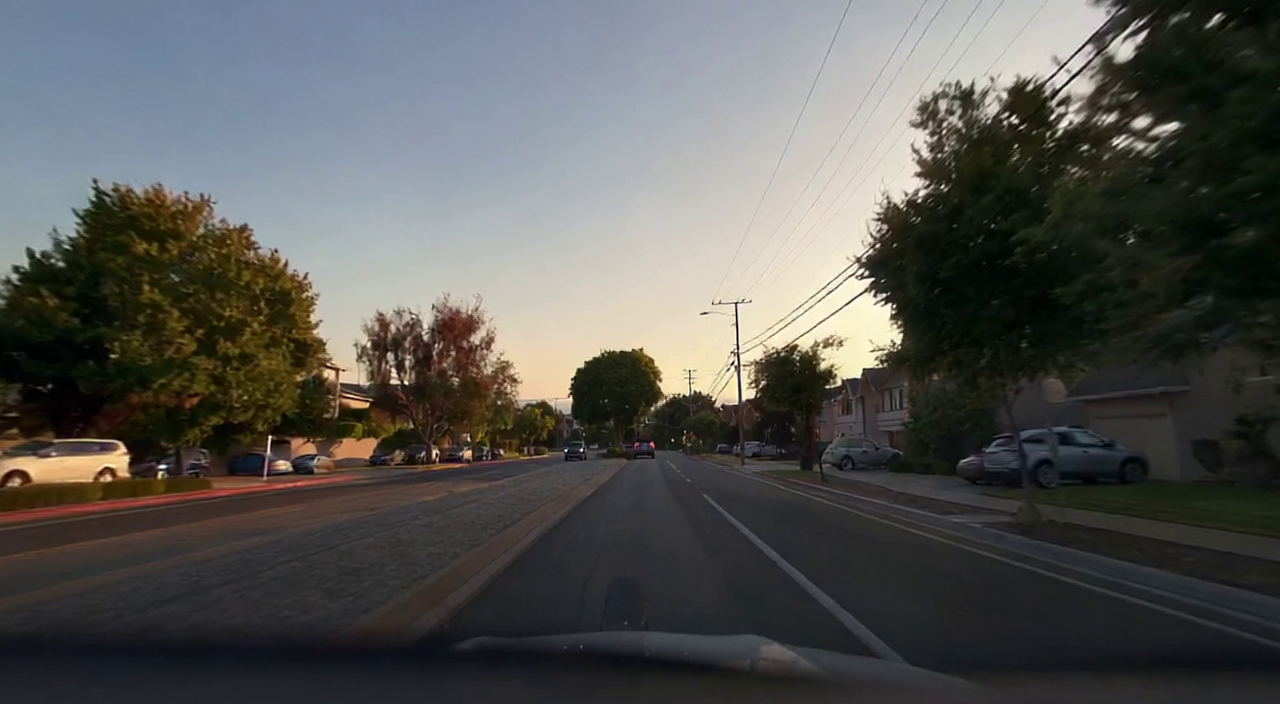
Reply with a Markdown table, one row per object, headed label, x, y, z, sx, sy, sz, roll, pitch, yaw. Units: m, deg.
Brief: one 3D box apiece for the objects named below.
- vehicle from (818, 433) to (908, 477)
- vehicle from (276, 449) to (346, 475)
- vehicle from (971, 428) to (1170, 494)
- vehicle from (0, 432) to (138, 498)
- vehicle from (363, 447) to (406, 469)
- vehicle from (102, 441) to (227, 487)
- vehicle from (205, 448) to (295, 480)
| label | x | y | z | sx | sy | sz | roll | pitch | yaw |
| --- | --- | --- | --- | --- | --- | --- | --- | --- | --- |
| vehicle | 11.441 | 5.326 | 32.885 | 2.392 | 2.063 | 5.213 | 1 | -9 | -5 |
| vehicle | -20.370 | 6.805 | 39.280 | 1.812 | 1.501 | 4.632 | 0 | -9 | 1 |
| vehicle | 13.421 | 3.406 | 19.933 | 4.667 | 1.952 | 2.063 | 0 | -9 | 2 |
| vehicle | -20.363 | 3.694 | 20.948 | 2.326 | 1.966 | 5.795 | 0 | -9 | 3 |
| vehicle | -20.035 | 8.311 | 49.621 | 1.764 | 1.570 | 3.910 | 0 | -9 | 0 |
| vehicle | -20.210 | 4.756 | 27.098 | 1.787 | 1.774 | 4.560 | 0 | -8 | 0 |
| vehicle | -20.095 | 5.769 | 32.737 | 1.759 | 1.519 | 4.785 | 0 | -9 | -2 |
